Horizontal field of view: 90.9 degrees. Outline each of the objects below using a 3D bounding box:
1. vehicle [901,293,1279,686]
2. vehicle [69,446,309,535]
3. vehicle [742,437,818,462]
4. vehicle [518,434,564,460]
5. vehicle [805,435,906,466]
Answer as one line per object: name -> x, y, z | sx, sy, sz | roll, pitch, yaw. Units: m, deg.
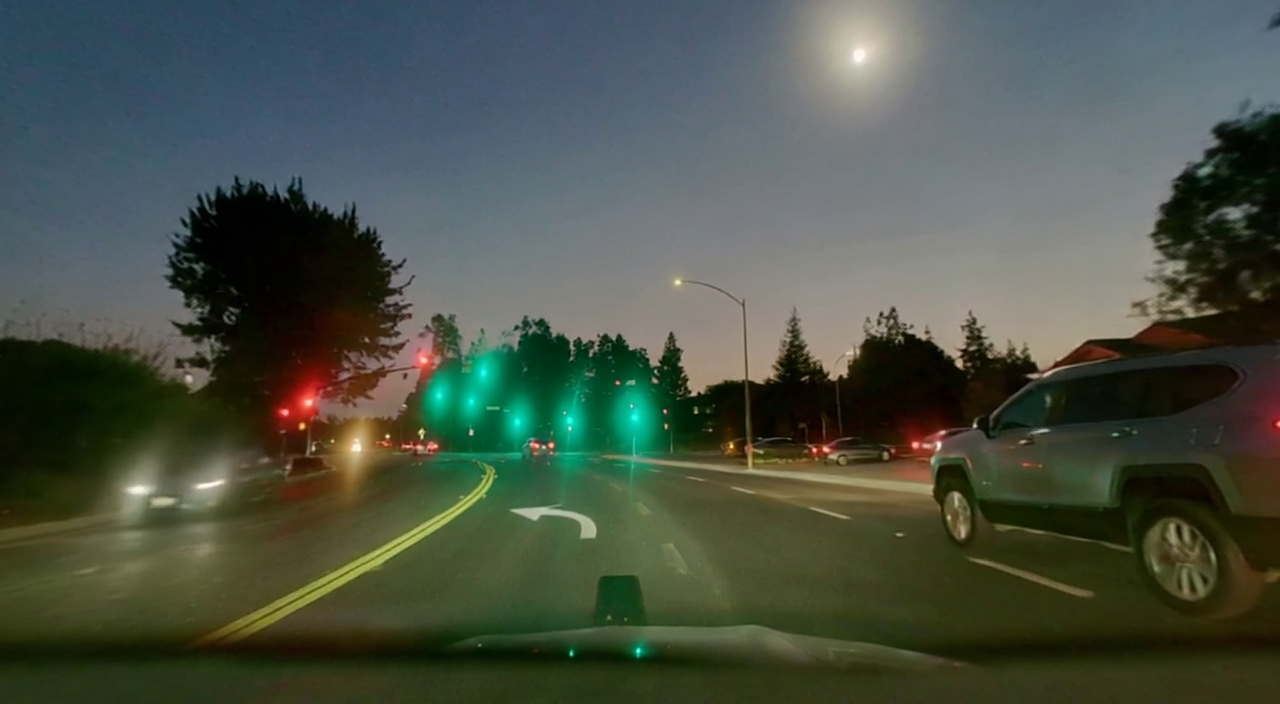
vehicle -> 4.579, 1.024, 5.341 | 2.338, 2.063, 5.592 | 0, -8, 0
vehicle -> -8.770, 2.670, 12.908 | 2.090, 1.446, 4.483 | 1, -9, -8
vehicle -> 8.783, 6.114, 39.717 | 4.169, 1.527, 2.053 | 2, -9, -15
vehicle -> -7.067, 6.696, 44.562 | 2.138, 1.729, 4.178 | 4, -9, -24
vehicle -> 10.844, 4.944, 31.740 | 4.426, 1.461, 1.996 | 2, -9, -17
